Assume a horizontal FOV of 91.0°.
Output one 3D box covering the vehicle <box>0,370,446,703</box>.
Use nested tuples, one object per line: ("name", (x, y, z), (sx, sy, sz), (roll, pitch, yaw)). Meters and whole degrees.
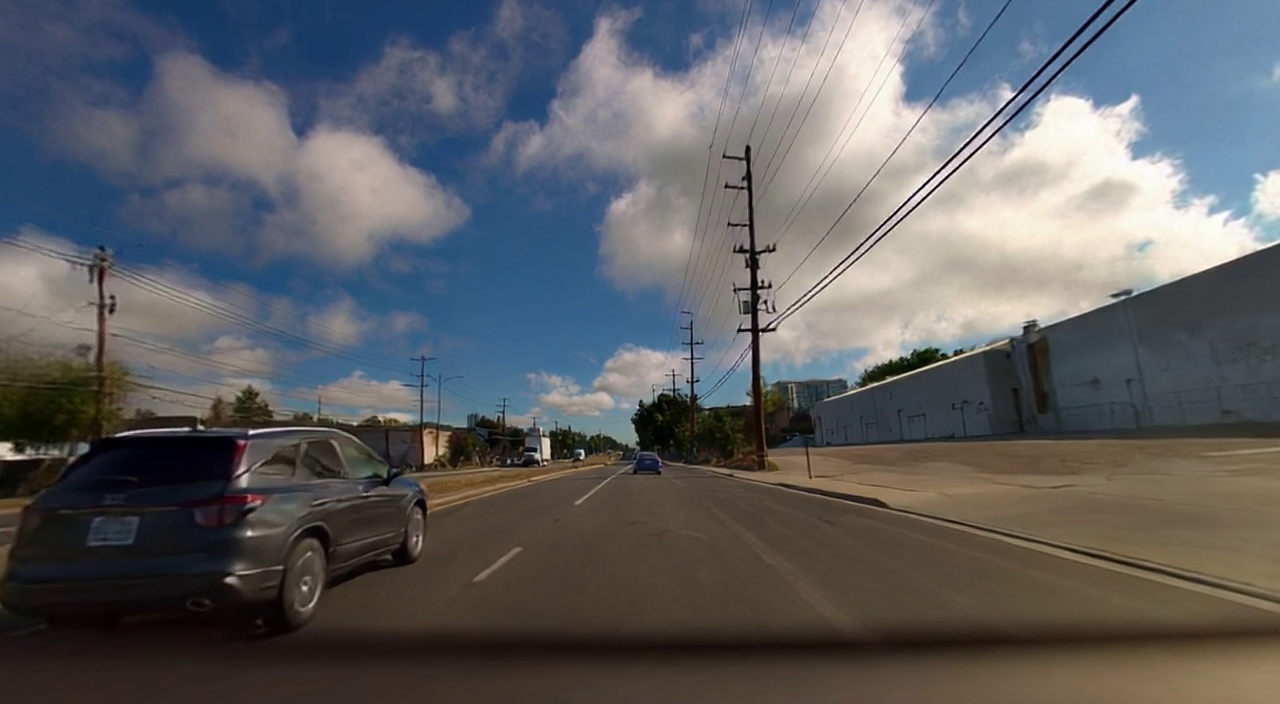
("vehicle", (-3.404, 1.274, 5.041), (2.169, 1.679, 4.723), (0, -9, 0))

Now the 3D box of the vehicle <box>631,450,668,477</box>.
("vehicle", (0.509, 6.741, 38.291), (2.114, 1.492, 4.453), (0, -9, -1))
